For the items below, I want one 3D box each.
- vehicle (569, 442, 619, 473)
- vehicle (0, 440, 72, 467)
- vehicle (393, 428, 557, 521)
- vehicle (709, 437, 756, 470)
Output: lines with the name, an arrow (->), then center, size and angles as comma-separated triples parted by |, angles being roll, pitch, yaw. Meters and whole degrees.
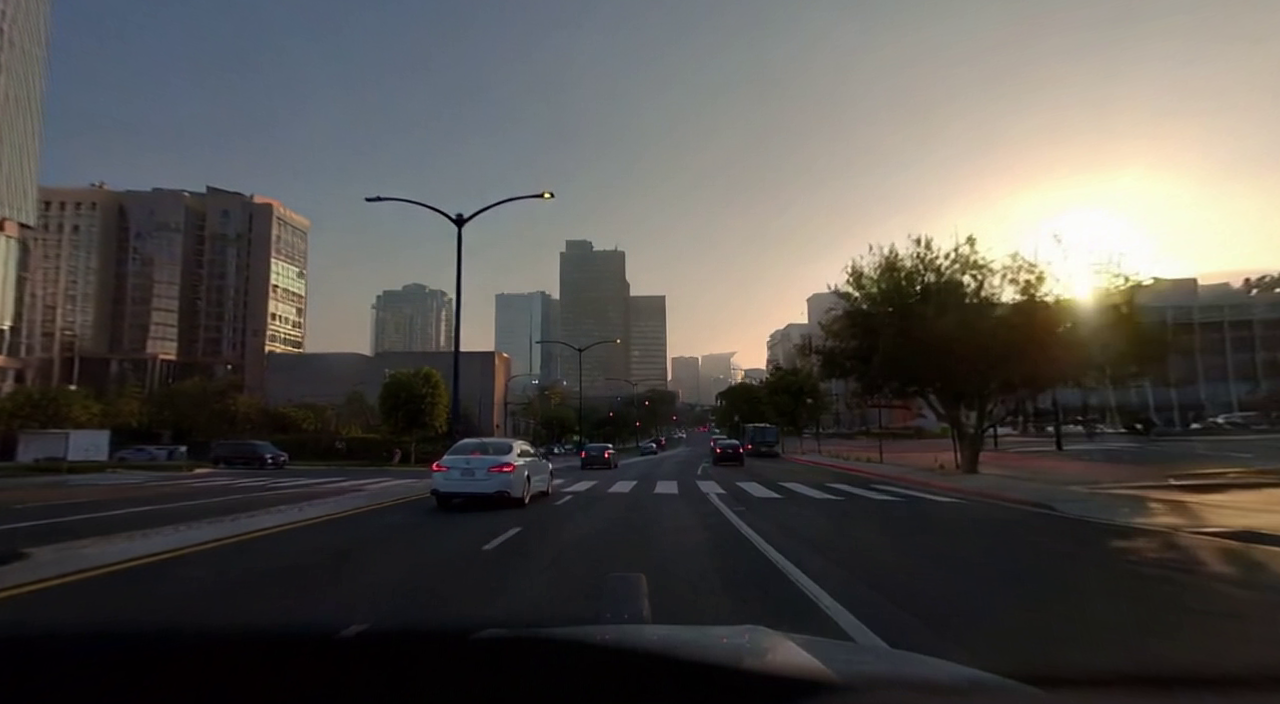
vehicle -> -2.283, 5.409, 32.472 | 1.980, 1.454, 4.226 | -1, -8, 4
vehicle -> -40.395, 6.597, 41.019 | 1.993, 1.726, 4.713 | -7, -11, 40
vehicle -> -3.131, 2.441, 13.108 | 2.118, 1.568, 4.436 | 0, -8, 1
vehicle -> 5.080, 5.654, 35.216 | 2.103, 1.699, 4.171 | 0, -8, 1
